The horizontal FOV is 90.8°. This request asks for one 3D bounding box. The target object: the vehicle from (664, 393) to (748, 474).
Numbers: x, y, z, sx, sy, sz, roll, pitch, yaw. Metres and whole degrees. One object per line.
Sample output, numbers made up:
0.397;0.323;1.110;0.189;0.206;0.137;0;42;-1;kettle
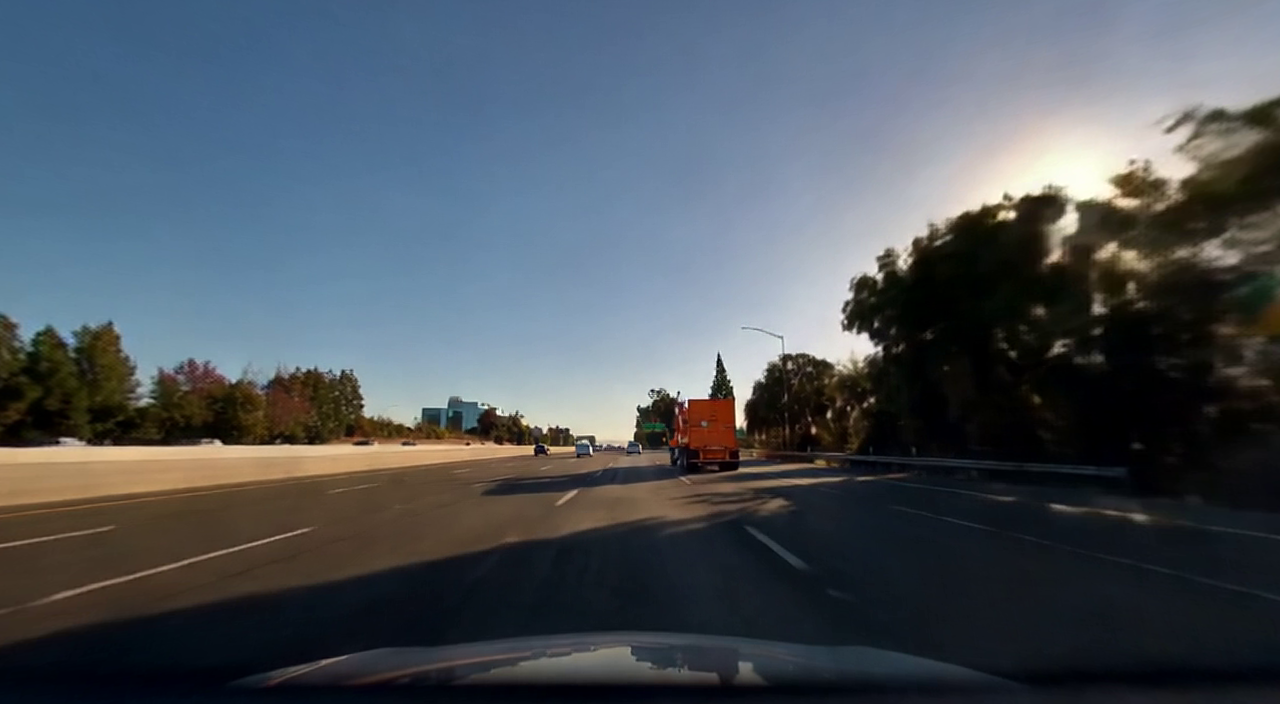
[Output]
3.147;4.464;33.754;2.966;3.586;10.563;0;-9;-2;vehicle
